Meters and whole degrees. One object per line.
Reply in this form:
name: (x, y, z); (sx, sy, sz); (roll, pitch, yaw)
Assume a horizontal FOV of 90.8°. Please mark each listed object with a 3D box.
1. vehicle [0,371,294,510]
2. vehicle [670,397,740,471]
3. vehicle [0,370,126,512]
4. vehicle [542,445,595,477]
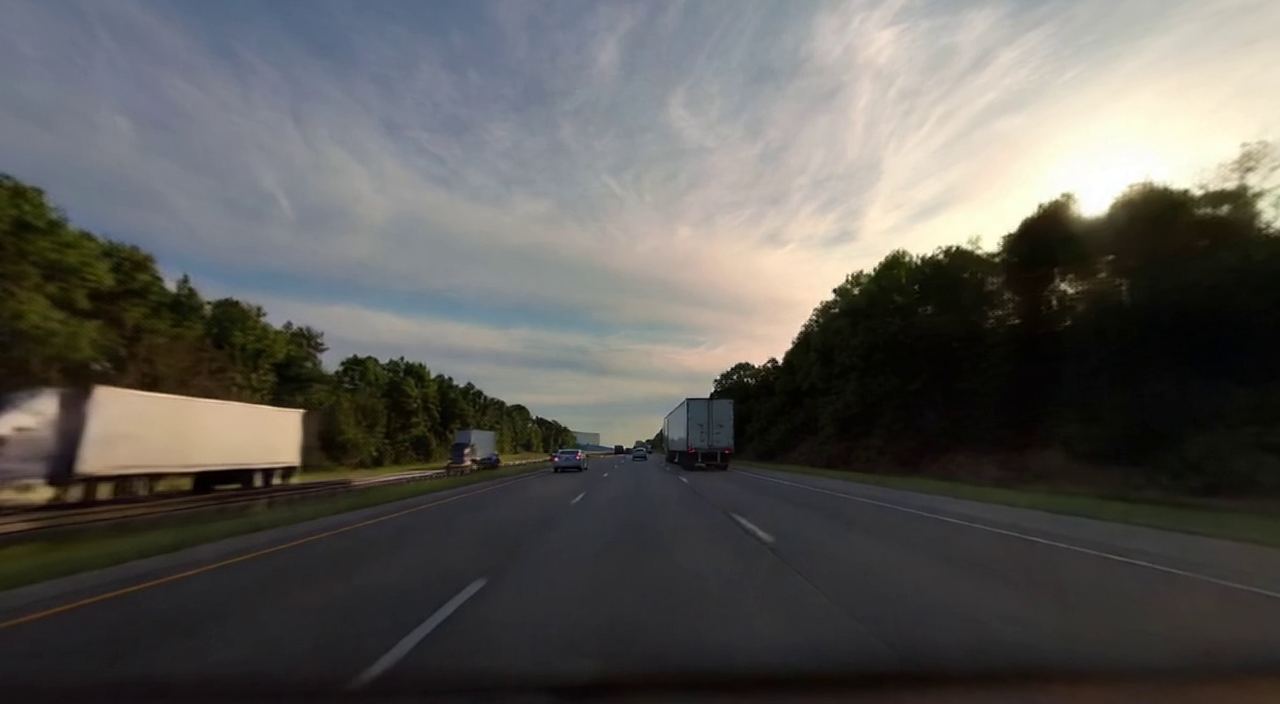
vehicle: (-19.197, 3.607, 24.970); (2.884, 3.905, 14.603); (0, -9, -1)
vehicle: (3.952, 5.669, 42.179); (2.974, 4.083, 14.389); (0, -9, -1)
vehicle: (-19.149, 2.627, 18.442); (2.990, 3.854, 5.965); (0, -9, -1)
vehicle: (-3.488, 5.437, 31.627); (2.121, 1.445, 4.651); (0, -9, -1)
